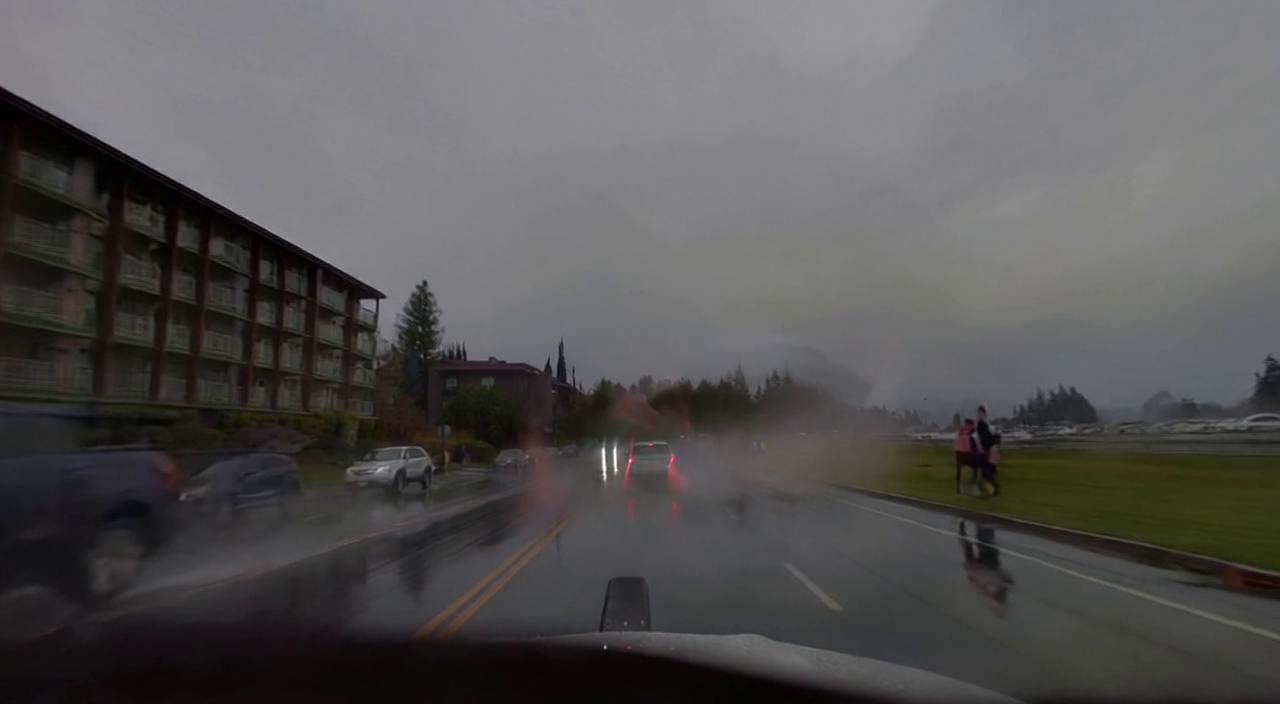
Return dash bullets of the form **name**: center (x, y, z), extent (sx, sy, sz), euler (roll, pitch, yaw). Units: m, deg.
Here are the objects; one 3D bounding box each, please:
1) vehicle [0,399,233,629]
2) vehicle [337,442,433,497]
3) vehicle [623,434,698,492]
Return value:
- **vehicle**: center (-6.204, 1.370, 5.463), extent (2.065, 1.838, 4.846), euler (-1, -9, 0)
- **vehicle**: center (-10.094, 4.642, 25.338), extent (2.032, 1.833, 4.465), euler (-3, -8, 0)
- **vehicle**: center (0.607, 3.459, 19.935), extent (2.132, 1.632, 3.838), euler (-1, -8, 1)
